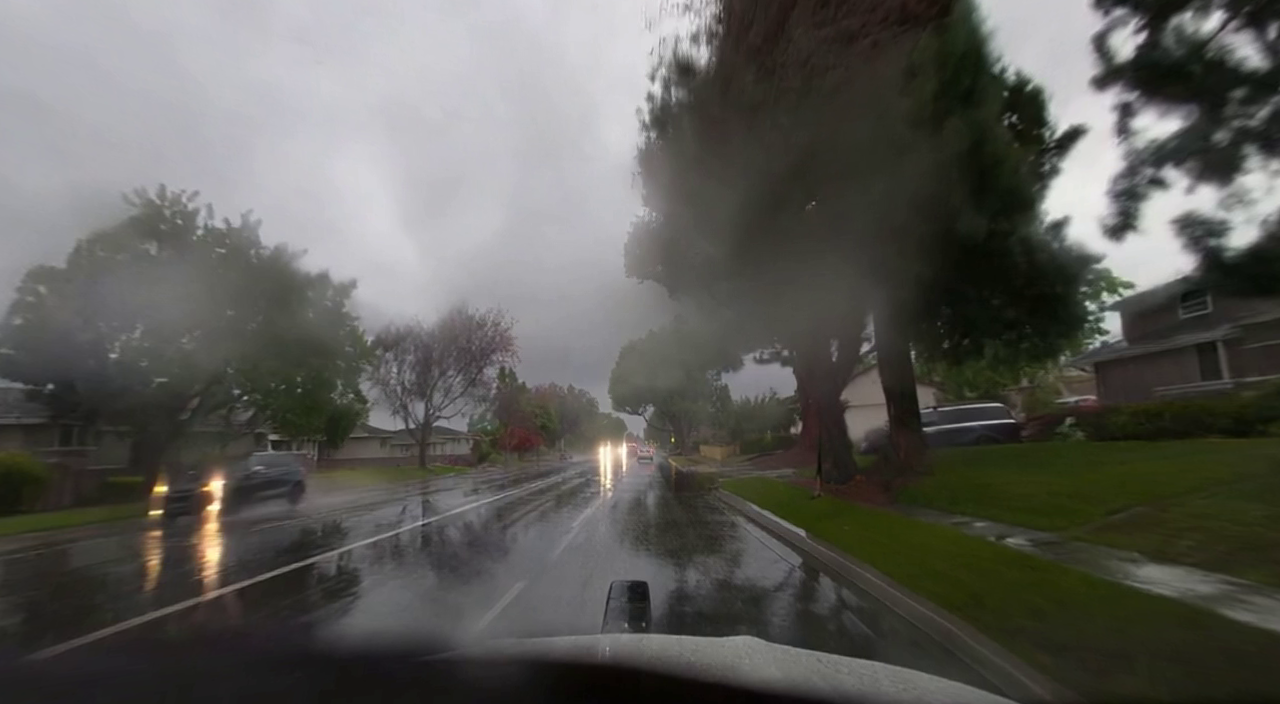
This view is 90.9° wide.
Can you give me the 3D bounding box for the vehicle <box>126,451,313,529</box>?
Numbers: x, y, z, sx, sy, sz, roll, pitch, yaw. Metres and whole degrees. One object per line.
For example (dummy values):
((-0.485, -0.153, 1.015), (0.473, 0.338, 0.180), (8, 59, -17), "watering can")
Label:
((-11.462, 3.735, 17.701), (2.168, 1.683, 4.502), (-4, -8, 0), "vehicle")
